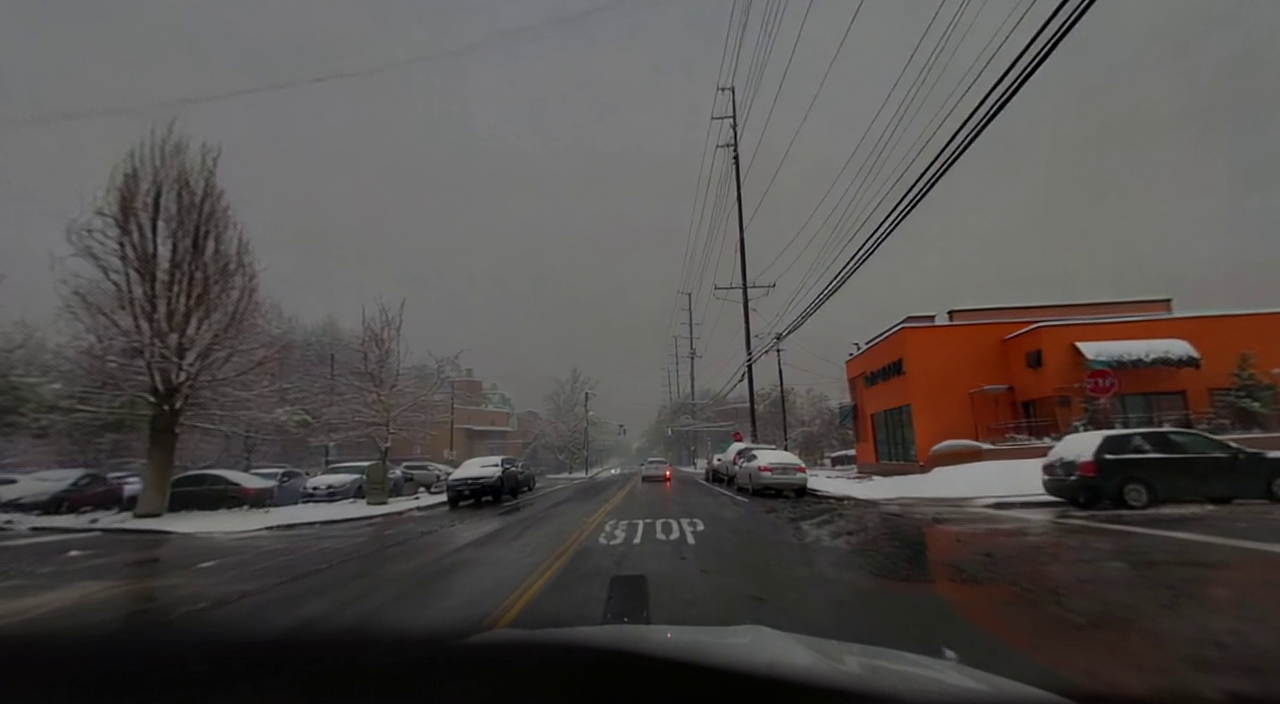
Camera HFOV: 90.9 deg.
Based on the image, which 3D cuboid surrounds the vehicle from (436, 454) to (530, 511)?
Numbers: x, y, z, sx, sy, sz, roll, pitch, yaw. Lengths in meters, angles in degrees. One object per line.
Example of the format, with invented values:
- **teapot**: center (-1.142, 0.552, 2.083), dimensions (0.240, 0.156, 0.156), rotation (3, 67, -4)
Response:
- **vehicle**: center (-5.529, 4.624, 22.956), dimensions (2.146, 1.775, 5.117), rotation (0, -9, -1)

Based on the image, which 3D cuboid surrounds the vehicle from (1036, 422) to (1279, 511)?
- **vehicle**: center (11.622, 2.381, 13.255), dimensions (5.255, 1.688, 1.994), rotation (1, -9, -3)

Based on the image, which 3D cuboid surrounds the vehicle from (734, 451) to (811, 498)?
- **vehicle**: center (4.502, 4.209, 22.037), dimensions (1.840, 1.452, 4.517), rotation (0, -9, 2)

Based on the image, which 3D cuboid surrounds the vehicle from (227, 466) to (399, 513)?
- **vehicle**: center (-11.474, 4.840, 22.413), dimensions (4.968, 1.493, 1.961), rotation (0, -9, -2)

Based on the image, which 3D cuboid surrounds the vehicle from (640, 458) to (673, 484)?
- **vehicle**: center (1.070, 7.623, 40.558), dimensions (2.033, 1.464, 4.645), rotation (0, -9, 2)

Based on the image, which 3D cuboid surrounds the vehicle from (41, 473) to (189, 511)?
- **vehicle**: center (-22.883, 6.099, 27.610), dimensions (4.660, 1.488, 1.930), rotation (0, -9, -2)
